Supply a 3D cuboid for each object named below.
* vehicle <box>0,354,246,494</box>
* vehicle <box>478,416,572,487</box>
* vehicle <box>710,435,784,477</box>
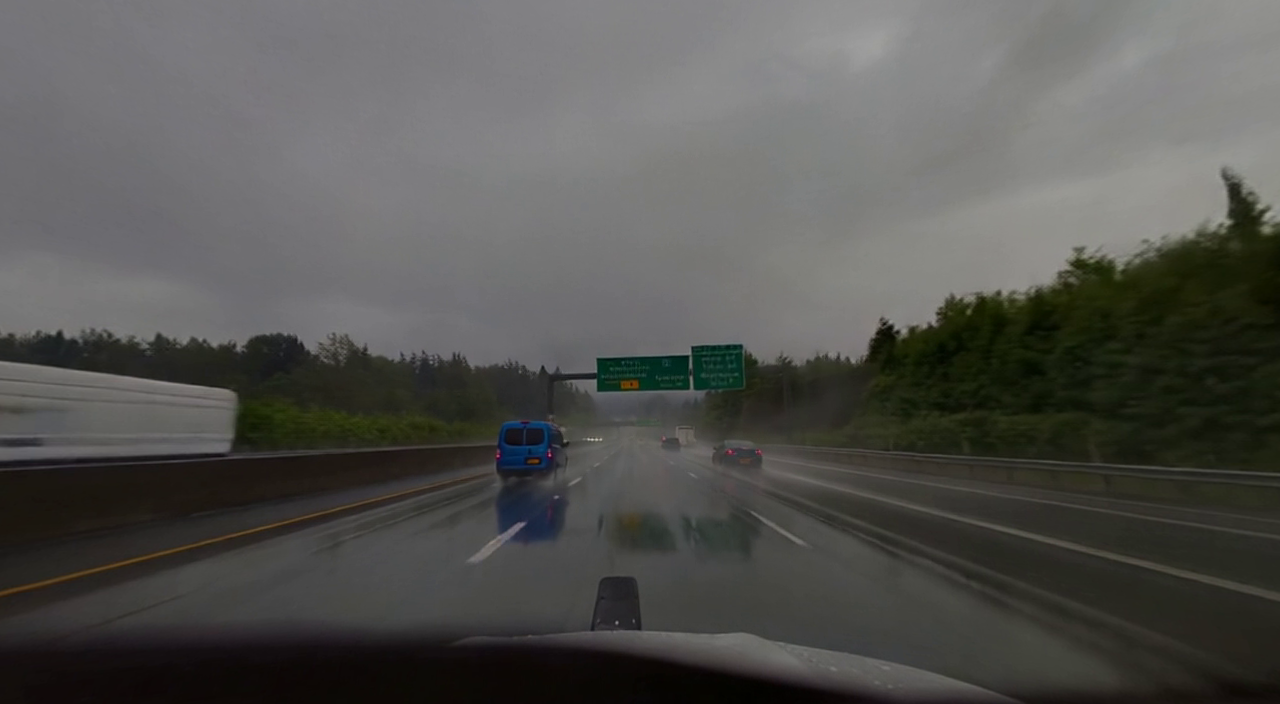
[{"bbox_3d":[-20.128,2.691,22.694,2.875,4.040,14.321,0,-8,-1],"label":"vehicle"},{"bbox_3d":[-3.619,3.224,20.907,2.275,2.053,5.082,0,-8,-2],"label":"vehicle"},{"bbox_3d":[3.963,3.898,23.963,2.020,1.464,3.803,0,-8,-2],"label":"vehicle"}]
